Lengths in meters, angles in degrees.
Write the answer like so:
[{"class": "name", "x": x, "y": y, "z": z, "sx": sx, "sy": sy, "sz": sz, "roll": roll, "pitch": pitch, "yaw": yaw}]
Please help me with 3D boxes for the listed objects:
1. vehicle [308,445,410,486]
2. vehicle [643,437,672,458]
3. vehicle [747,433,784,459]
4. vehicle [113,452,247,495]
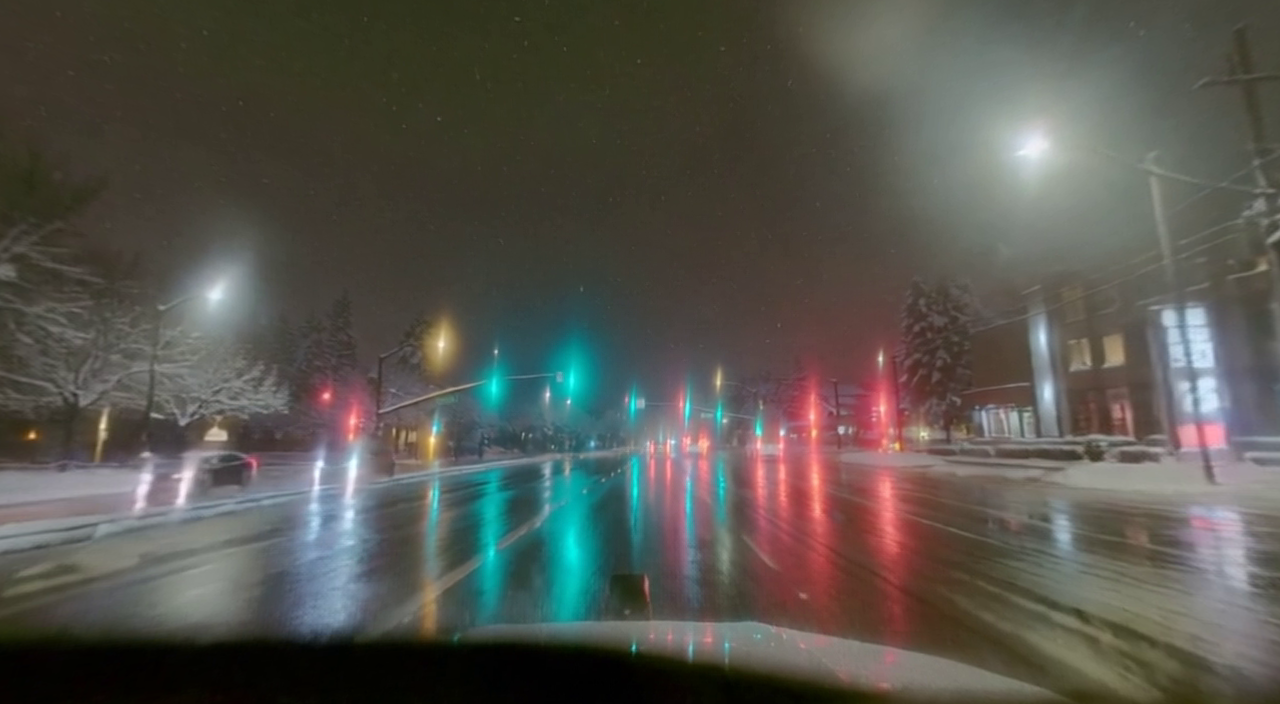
[{"class": "vehicle", "x": -11.200, "y": 4.538, "z": 25.555, "sx": 1.943, "sy": 1.463, "sz": 4.707, "roll": 0, "pitch": -9, "yaw": 1}, {"class": "vehicle", "x": 1.301, "y": 7.201, "z": 47.445, "sx": 2.099, "sy": 1.516, "sz": 4.681, "roll": 0, "pitch": -9, "yaw": 2}, {"class": "vehicle", "x": 9.578, "y": 7.218, "z": 48.484, "sx": 2.132, "sy": 1.892, "sz": 4.851, "roll": -1, "pitch": -8, "yaw": 3}, {"class": "vehicle", "x": -18.325, "y": 4.834, "z": 25.451, "sx": 1.939, "sy": 1.500, "sz": 4.547, "roll": 0, "pitch": -9, "yaw": 1}]
